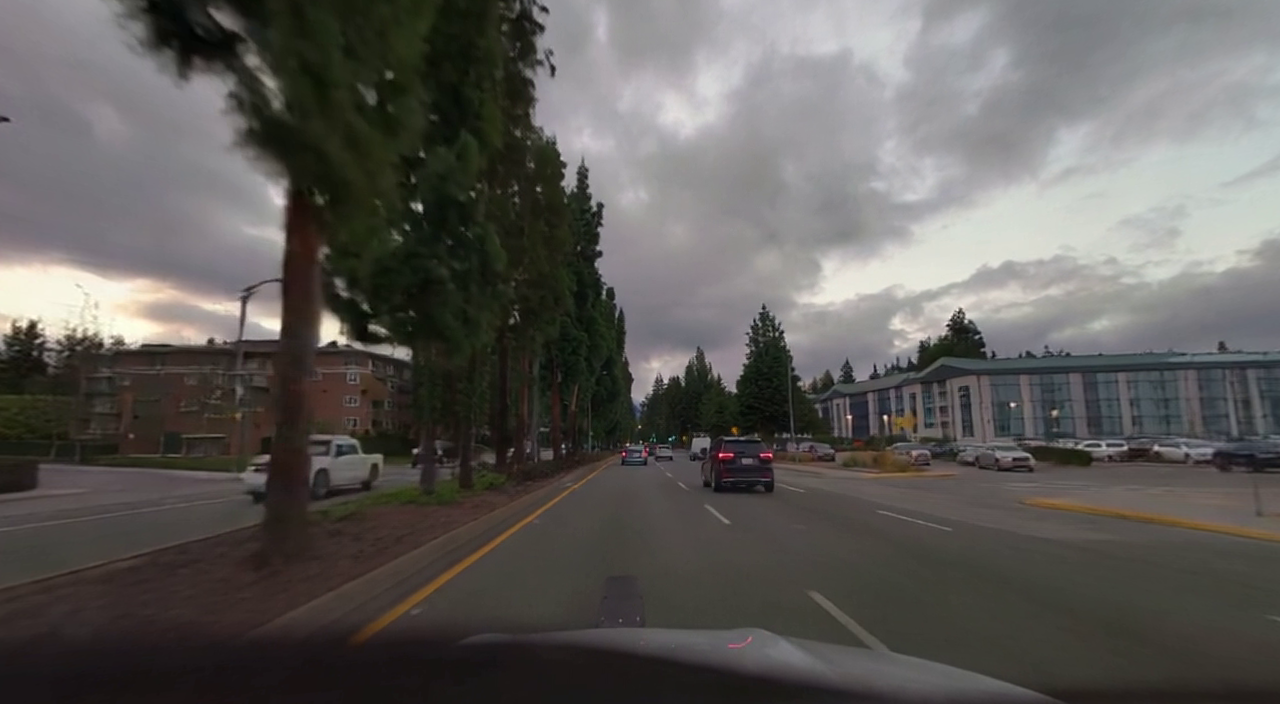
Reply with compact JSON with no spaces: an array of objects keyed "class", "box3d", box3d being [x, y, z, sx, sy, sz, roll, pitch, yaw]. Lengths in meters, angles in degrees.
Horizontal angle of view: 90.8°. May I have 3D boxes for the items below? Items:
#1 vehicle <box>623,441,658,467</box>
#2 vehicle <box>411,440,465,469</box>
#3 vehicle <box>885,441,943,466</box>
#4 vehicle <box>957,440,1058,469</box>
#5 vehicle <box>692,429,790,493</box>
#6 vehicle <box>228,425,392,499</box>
[{"class":"vehicle","box3d":[-0.007,6.527,40.557,2.145,1.572,4.021,0,-9,-1]},{"class":"vehicle","box3d":[-12.787,6.522,40.311,1.937,1.737,4.398,0,-9,1]},{"class":"vehicle","box3d":[19.180,7.114,44.419,1.936,1.659,4.365,1,-9,-3]},{"class":"vehicle","box3d":[20.584,5.756,35.484,4.475,1.592,1.841,0,-9,-1]},{"class":"vehicle","box3d":[3.079,3.480,20.475,2.235,1.806,4.818,1,-9,-2]},{"class":"vehicle","box3d":[-9.373,3.187,18.574,2.165,1.863,4.880,0,-9,0]}]
